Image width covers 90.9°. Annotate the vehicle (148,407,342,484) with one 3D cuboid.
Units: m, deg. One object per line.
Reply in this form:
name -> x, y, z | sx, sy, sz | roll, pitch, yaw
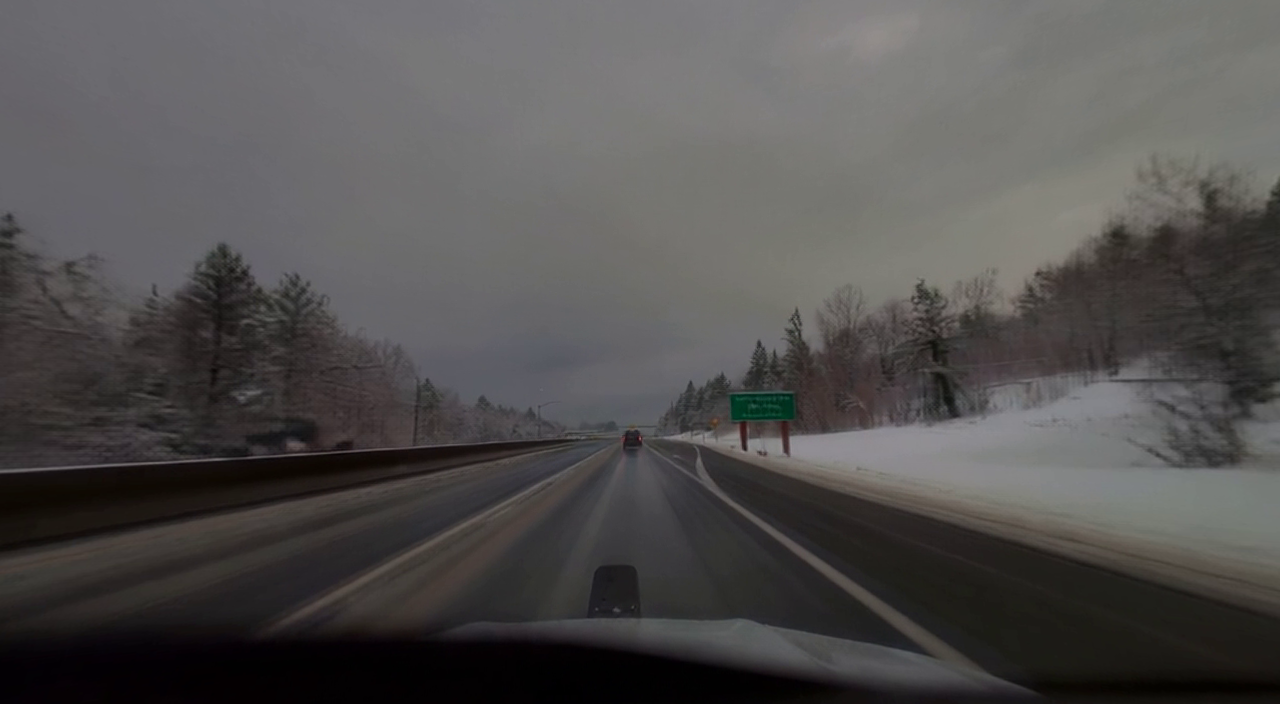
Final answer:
vehicle -> -13.083, 3.165, 21.662 | 2.624, 2.225, 6.259 | 0, -8, -1
